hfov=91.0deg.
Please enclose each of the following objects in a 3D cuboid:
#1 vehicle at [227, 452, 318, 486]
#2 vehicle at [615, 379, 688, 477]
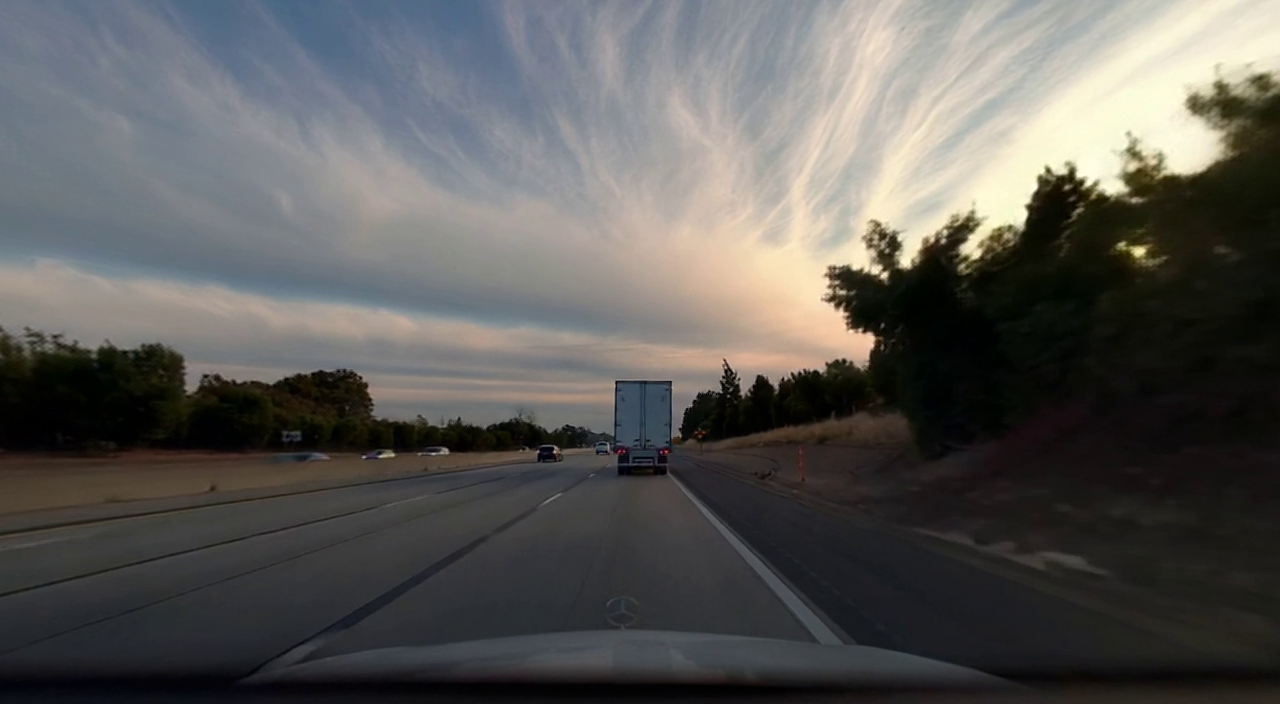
[{"bbox_3d":[-18.061,5.726,31.174,1.805,1.520,4.389,0,-9,1],"label":"vehicle"},{"bbox_3d":[0.380,4.032,32.264,3.052,4.132,11.336,0,-9,-1],"label":"vehicle"}]
